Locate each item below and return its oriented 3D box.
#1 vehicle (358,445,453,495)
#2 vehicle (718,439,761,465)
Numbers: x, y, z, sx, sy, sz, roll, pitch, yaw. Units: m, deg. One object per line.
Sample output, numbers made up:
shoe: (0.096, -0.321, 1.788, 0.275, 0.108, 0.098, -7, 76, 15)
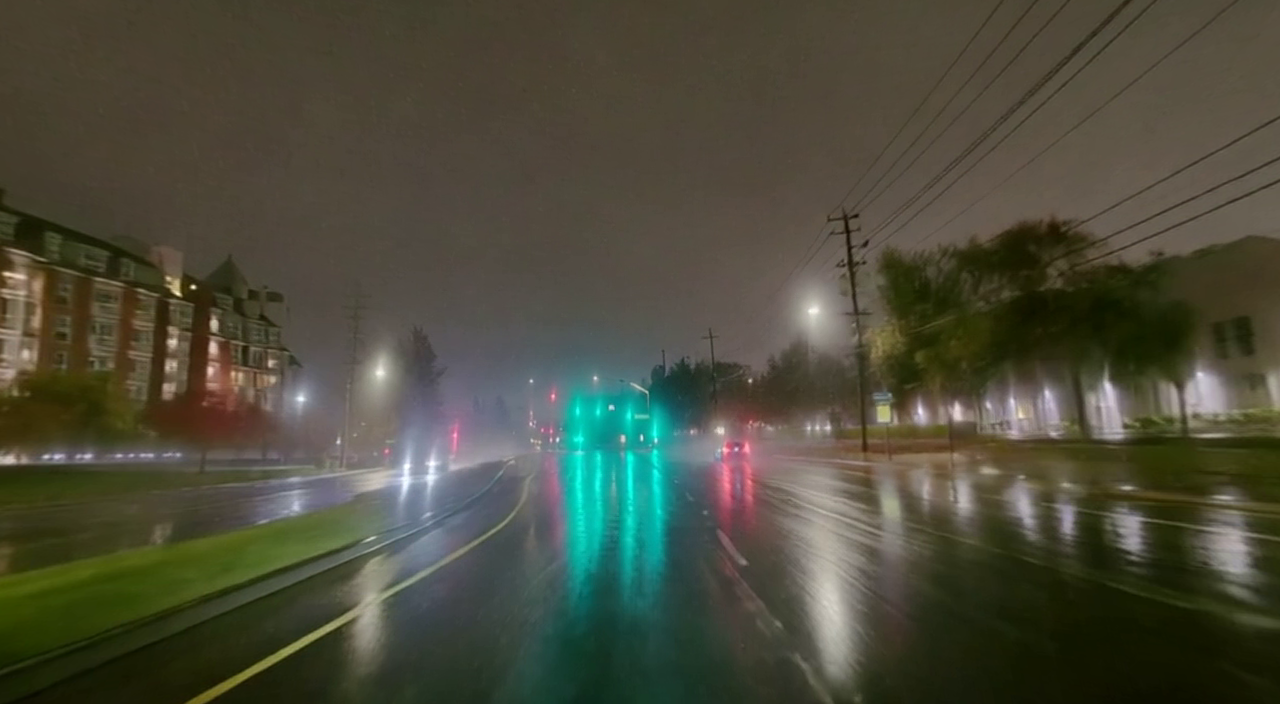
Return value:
vehicle: (-9.435, 4.752, 25.780, 2.041, 1.829, 4.797, -1, -9, 0)
vehicle: (5.909, 5.988, 37.807, 1.908, 1.476, 3.880, 0, -9, 0)
